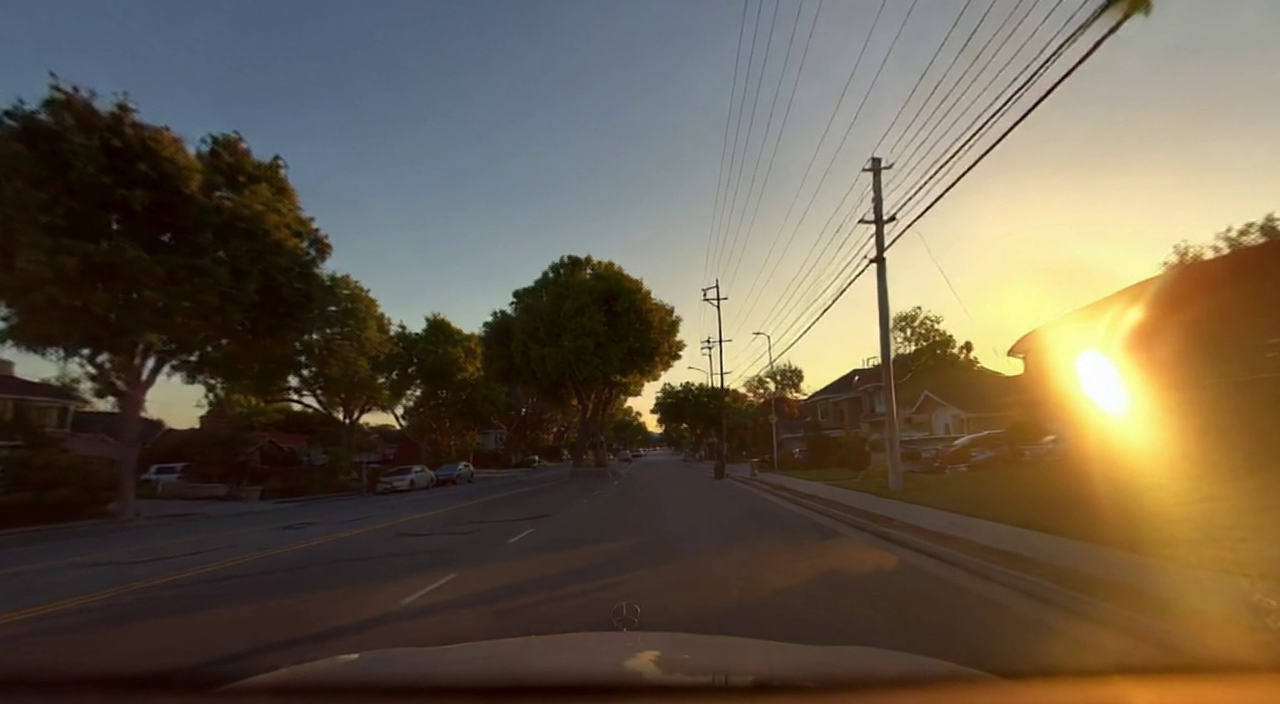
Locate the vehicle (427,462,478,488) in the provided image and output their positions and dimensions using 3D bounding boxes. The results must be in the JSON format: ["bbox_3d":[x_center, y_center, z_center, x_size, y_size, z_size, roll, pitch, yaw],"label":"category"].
[{"bbox_3d":[-12.551,8.222,42.511,1.863,1.481,4.363,-3,-9,4],"label":"vehicle"}]

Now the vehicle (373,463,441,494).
[{"bbox_3d":[-13.013,7.082,35.518,1.936,1.489,4.311,-1,-9,4],"label":"vehicle"}]

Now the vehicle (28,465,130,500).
[{"bbox_3d":[-26.933,6.229,30.552,1.769,1.414,4.434,2,-9,-14],"label":"vehicle"}]
